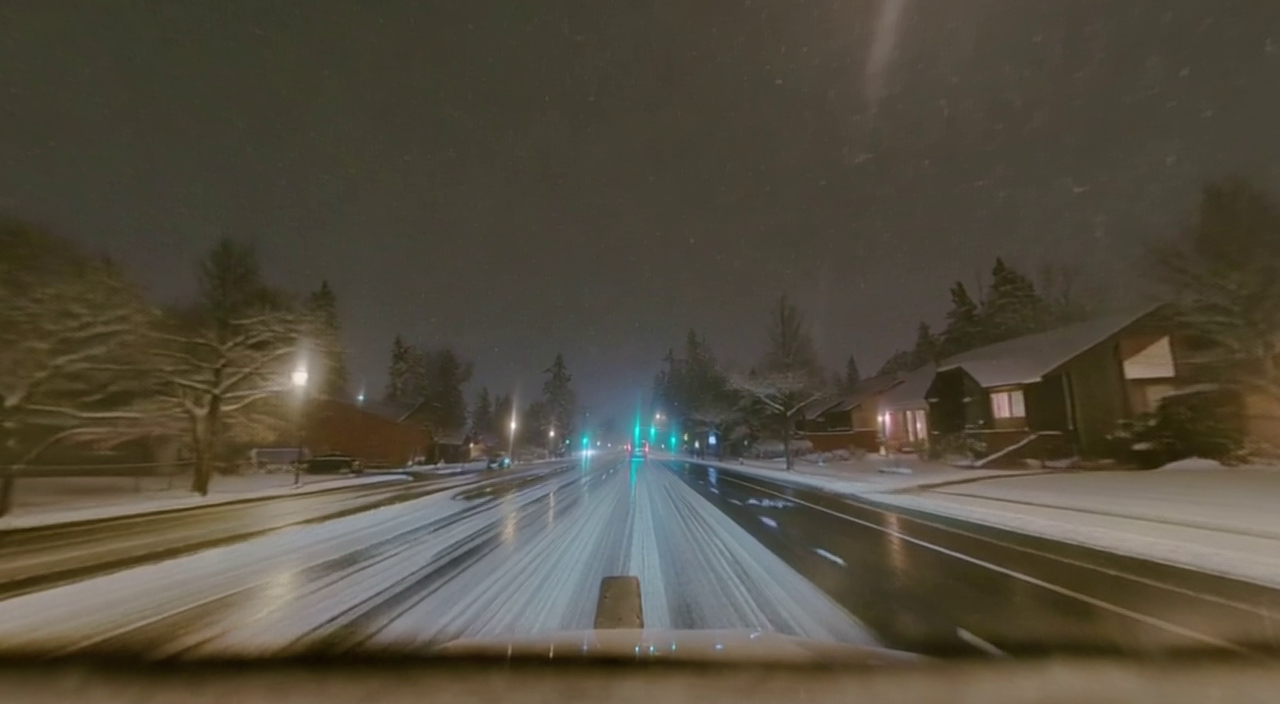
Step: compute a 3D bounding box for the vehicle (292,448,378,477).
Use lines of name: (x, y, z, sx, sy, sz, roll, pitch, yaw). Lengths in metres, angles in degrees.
vehicle: (-18.899, 6.851, 39.122, 4.170, 1.704, 2.174, 0, -9, 3)
